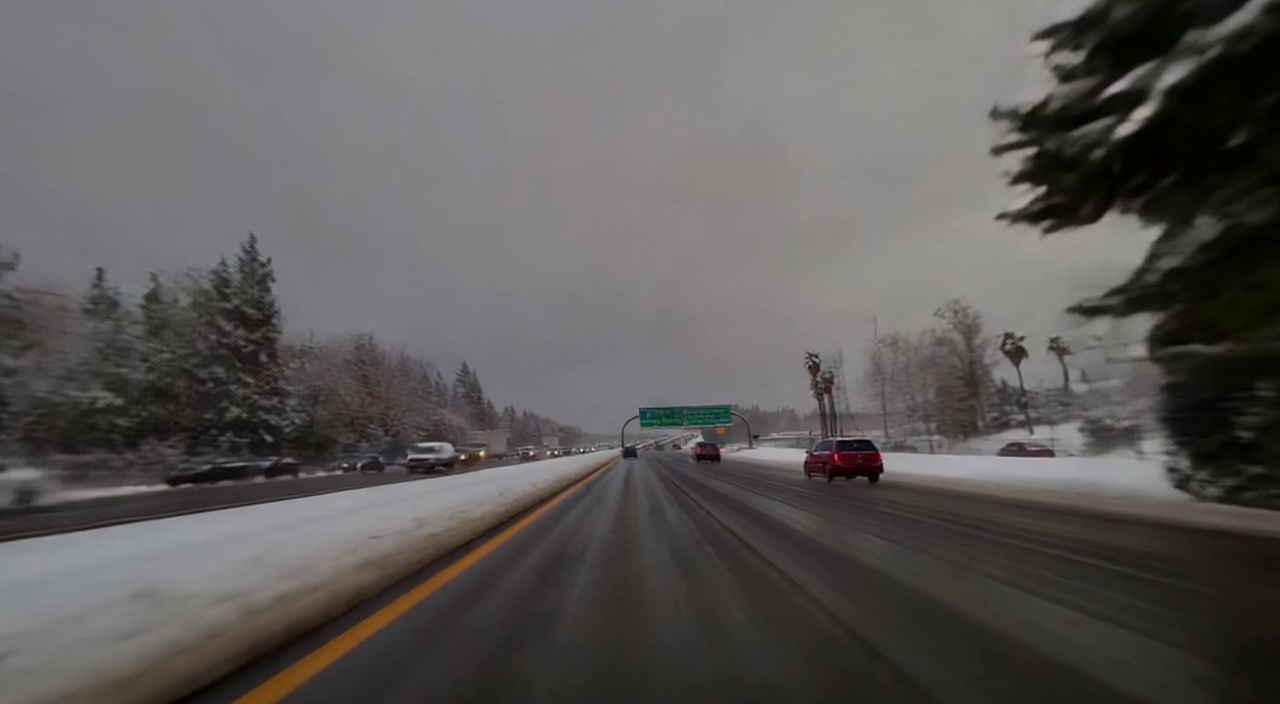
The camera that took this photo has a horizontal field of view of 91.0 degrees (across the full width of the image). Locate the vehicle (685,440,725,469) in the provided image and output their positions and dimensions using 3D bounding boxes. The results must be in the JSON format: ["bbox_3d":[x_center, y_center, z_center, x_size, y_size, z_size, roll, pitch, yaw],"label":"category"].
[{"bbox_3d":[4.077,6.489,40.058,2.035,1.704,3.867,0,-8,-1],"label":"vehicle"}]

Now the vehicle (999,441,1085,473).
[{"bbox_3d":[22.128,5.748,34.856,1.887,1.642,4.592,0,-8,3],"label":"vehicle"}]

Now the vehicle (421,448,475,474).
[{"bbox_3d":[-12.603,7.173,41.698,1.999,1.536,4.987,0,-8,0],"label":"vehicle"}]

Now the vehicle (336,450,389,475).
[{"bbox_3d":[-20.197,8.008,45.993,1.861,1.676,4.317,0,-8,0],"label":"vehicle"}]

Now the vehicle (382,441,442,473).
[{"bbox_3d":[-16.528,7.641,46.053,2.248,2.130,5.801,0,-8,0],"label":"vehicle"}]

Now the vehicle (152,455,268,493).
[{"bbox_3d":[-19.433,5.514,28.790,1.938,1.457,4.816,0,-8,0],"label":"vehicle"}]

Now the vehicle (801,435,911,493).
[{"bbox_3d":[6.729,3.527,20.204,1.902,1.623,4.360,0,-8,-1],"label":"vehicle"}]
